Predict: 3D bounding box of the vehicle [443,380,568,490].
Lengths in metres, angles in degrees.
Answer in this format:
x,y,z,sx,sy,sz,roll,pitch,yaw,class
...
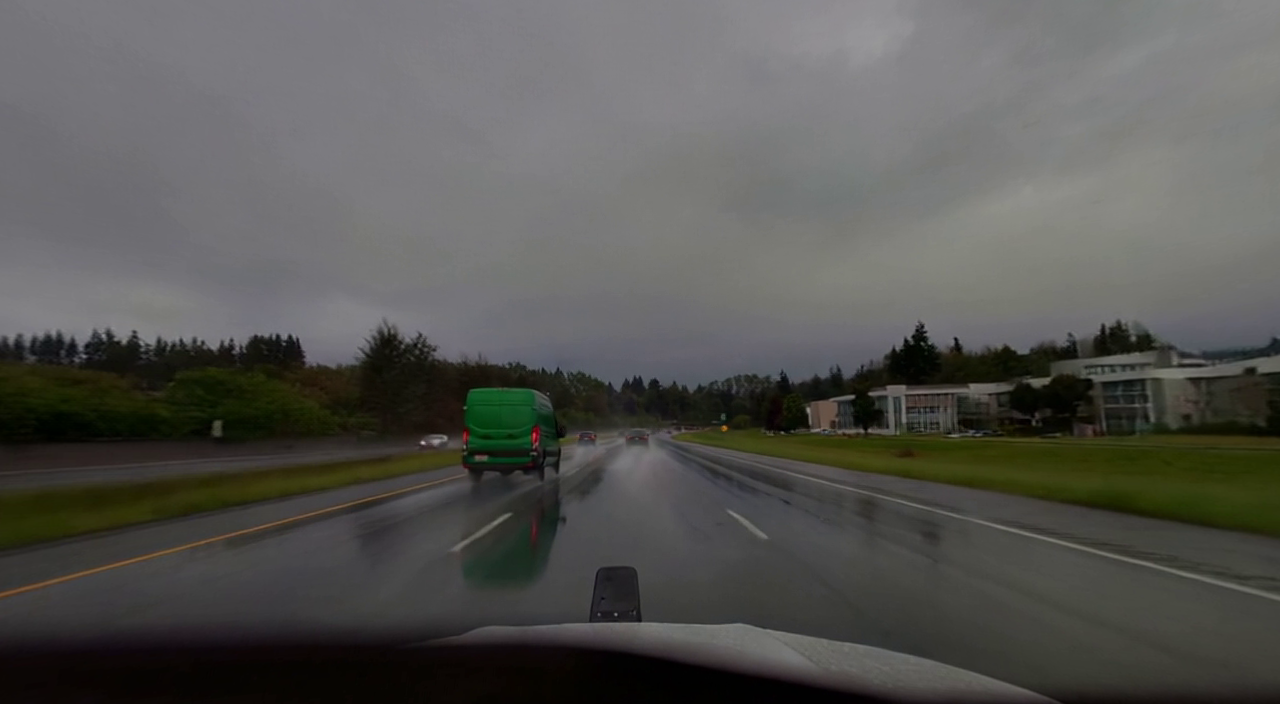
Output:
x,y,z,sx,sy,sz,roll,pitch,yaw,class
-3.511,2.353,17.855,2.424,2.577,5.828,0,-8,-2,vehicle

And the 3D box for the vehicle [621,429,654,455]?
x,y,z,sx,sy,sz,roll,pitch,yaw,class
-0.174,6.082,42.594,2.104,1.646,4.176,0,-8,-1,vehicle
